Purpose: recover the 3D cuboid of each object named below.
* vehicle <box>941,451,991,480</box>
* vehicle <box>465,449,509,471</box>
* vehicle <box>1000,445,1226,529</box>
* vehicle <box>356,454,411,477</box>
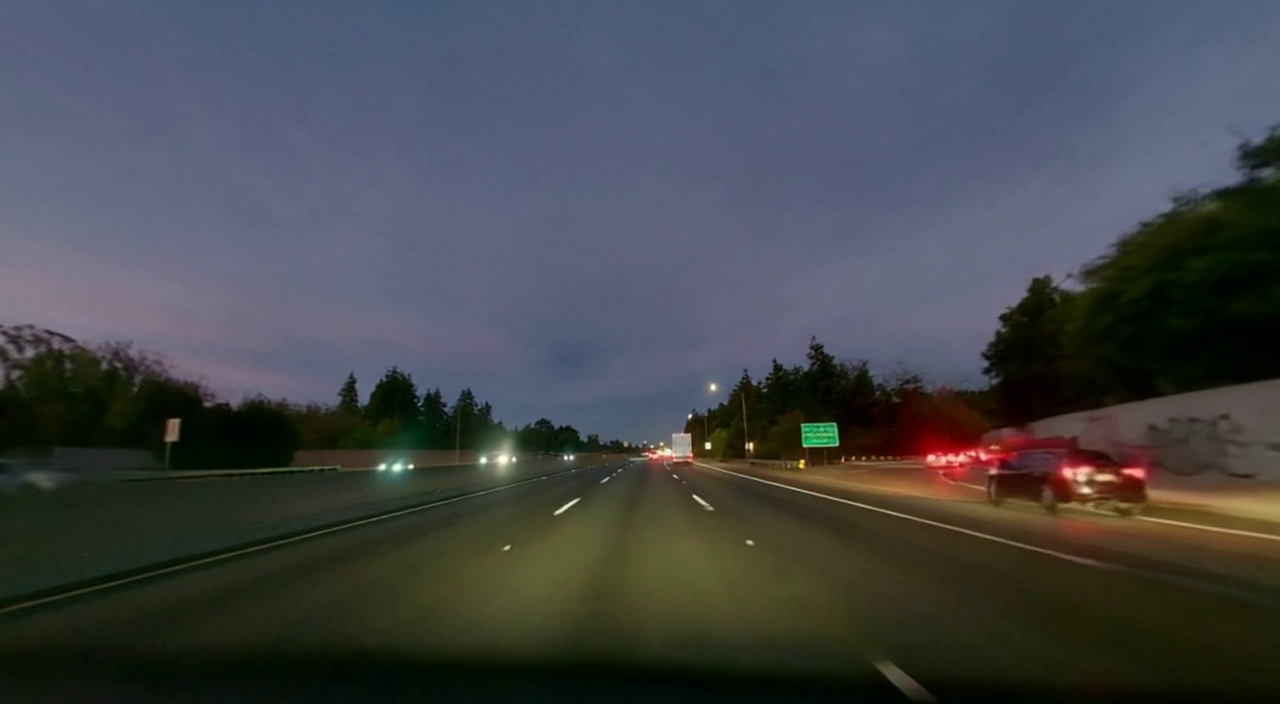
[{"bbox_3d":[18.844,6.500,36.307,2.008,1.534,3.912,-6,-11,33],"label":"vehicle"},{"bbox_3d":[-12.033,8.533,49.935,2.015,1.589,5.138,0,-9,2],"label":"vehicle"},{"bbox_3d":[9.802,2.783,13.628,1.842,1.475,4.479,-1,-9,8],"label":"vehicle"},{"bbox_3d":[-18.302,8.084,45.218,1.960,1.529,4.452,0,-9,1],"label":"vehicle"}]
